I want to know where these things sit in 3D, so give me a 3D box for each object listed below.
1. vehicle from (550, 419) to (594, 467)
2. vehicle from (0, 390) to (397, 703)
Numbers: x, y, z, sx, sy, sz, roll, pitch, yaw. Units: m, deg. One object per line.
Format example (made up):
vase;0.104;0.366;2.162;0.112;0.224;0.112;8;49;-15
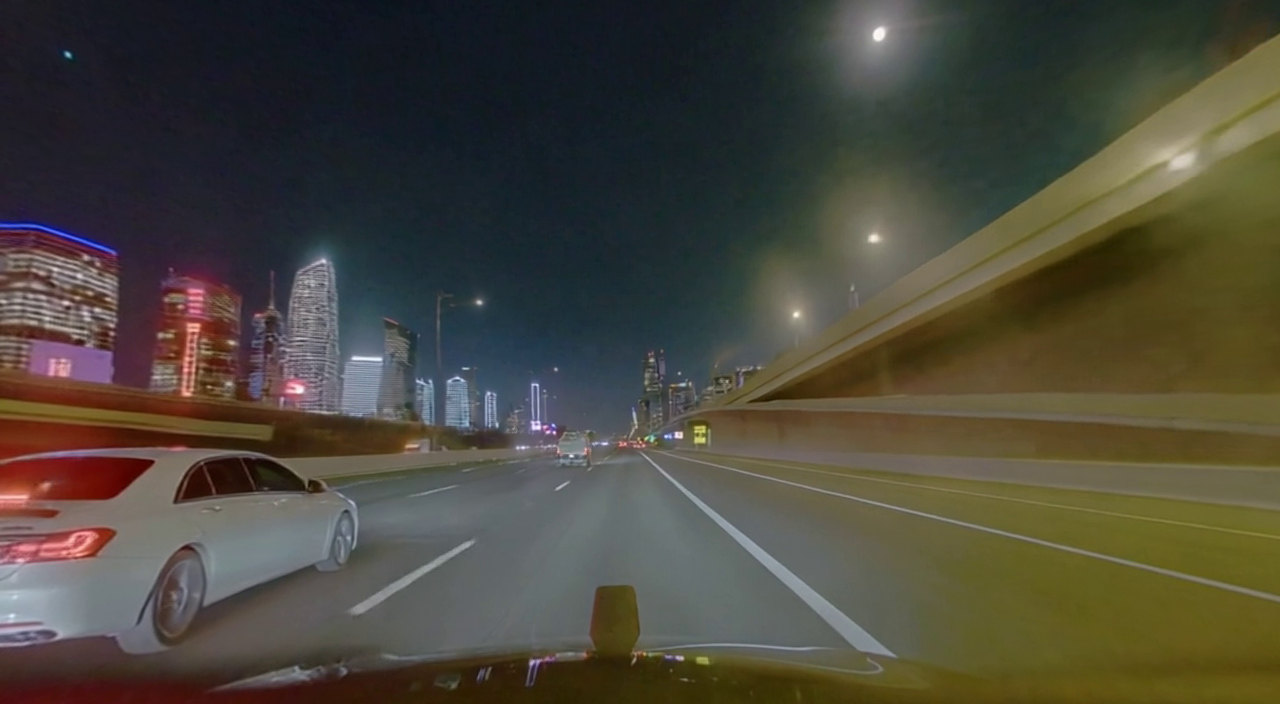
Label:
vehicle;-4.410;6.078;42.139;2.364;2.953;6.732;0;-8;-1
vehicle;-3.826;1.275;4.939;2.025;1.556;4.594;0;-8;0
